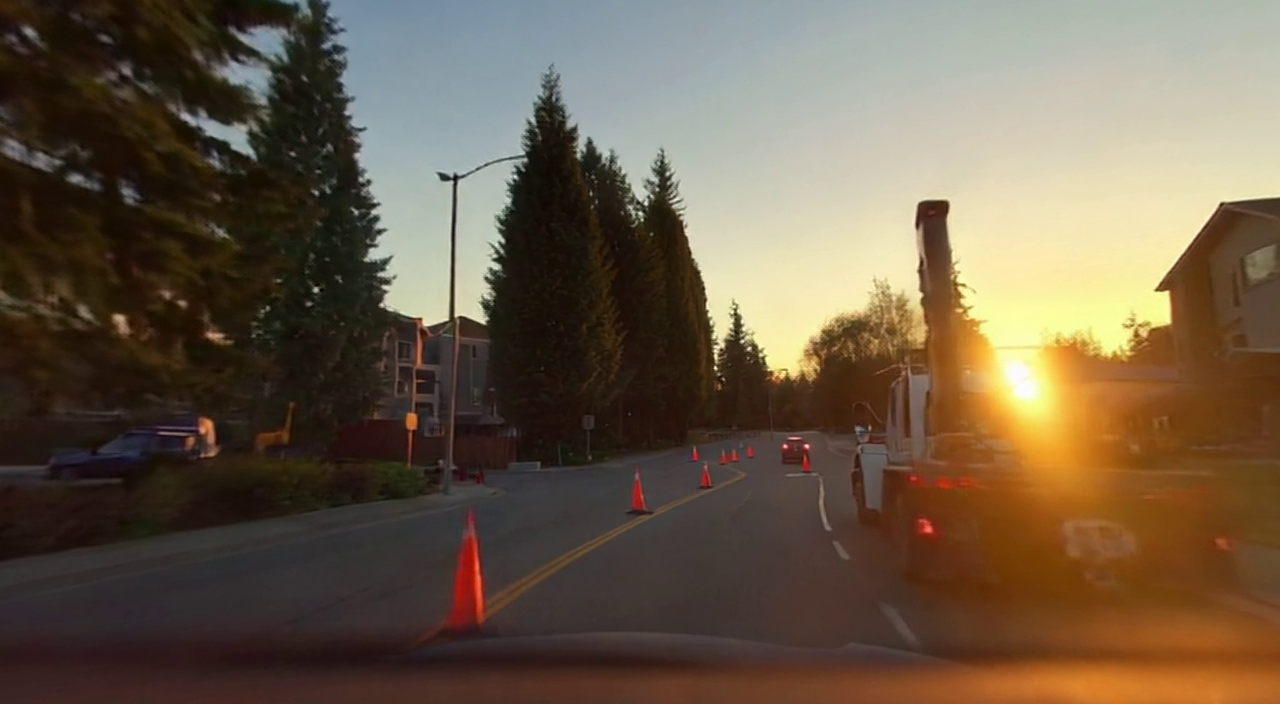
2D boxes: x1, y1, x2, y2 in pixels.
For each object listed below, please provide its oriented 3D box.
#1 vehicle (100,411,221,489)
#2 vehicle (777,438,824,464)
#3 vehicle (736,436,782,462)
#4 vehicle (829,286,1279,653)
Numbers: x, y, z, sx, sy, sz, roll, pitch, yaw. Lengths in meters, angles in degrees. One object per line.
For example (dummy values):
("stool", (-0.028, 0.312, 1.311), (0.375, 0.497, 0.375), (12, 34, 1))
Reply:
("vehicle", (-15.970, 3.285, 21.192), (2.665, 2.465, 1.532), (3, -8, -16))
("vehicle", (10.393, 6.463, 41.265), (1.716, 1.583, 3.770), (1, -9, -6))
("vehicle", (9.226, 7.568, 49.372), (1.997, 1.853, 4.654), (1, -9, -10))
("vehicle", (4.277, 1.205, 8.060), (3.098, 2.601, 6.758), (-2, -7, 13))
